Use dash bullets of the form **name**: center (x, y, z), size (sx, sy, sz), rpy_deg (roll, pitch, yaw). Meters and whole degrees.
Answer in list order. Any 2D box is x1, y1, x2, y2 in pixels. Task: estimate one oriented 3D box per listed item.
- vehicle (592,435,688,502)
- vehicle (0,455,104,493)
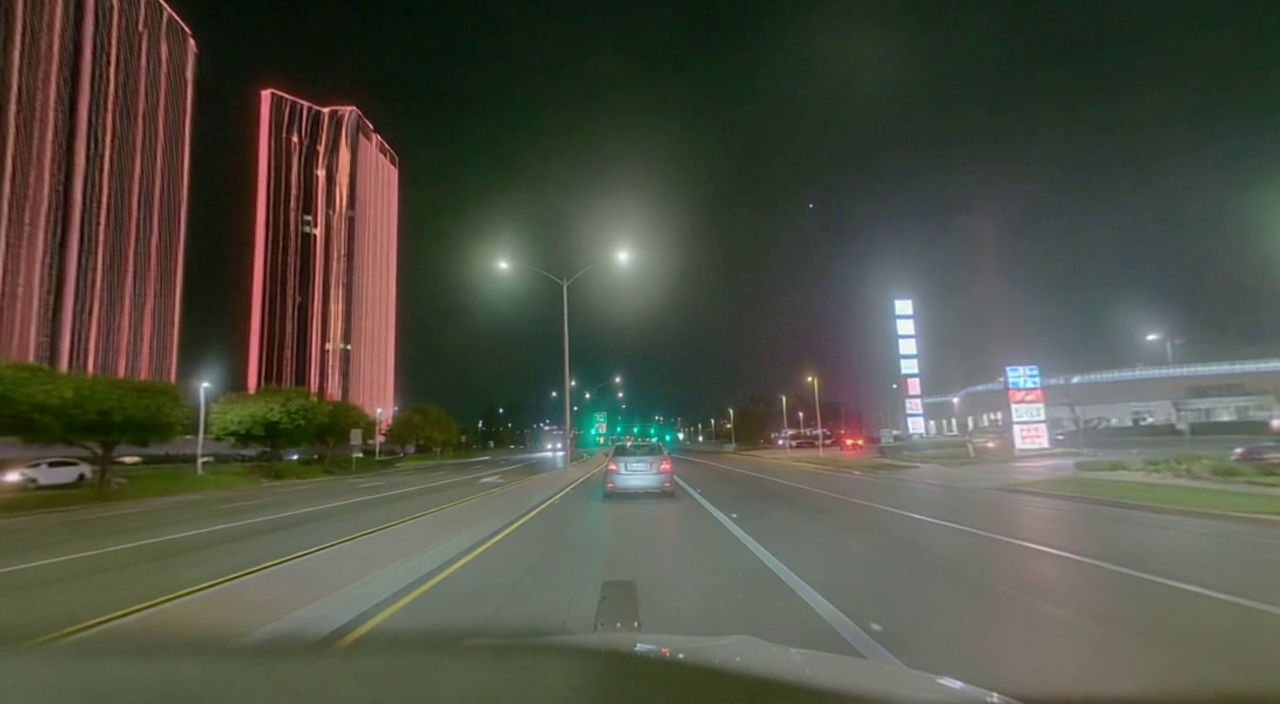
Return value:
- **vehicle**: center (-0.043, 2.879, 16.003), size (2.126, 1.475, 3.967), rpy_deg (0, -8, -1)
- **vehicle**: center (-27.719, 5.510, 28.605), size (4.665, 1.578, 2.051), rpy_deg (0, -8, -3)
